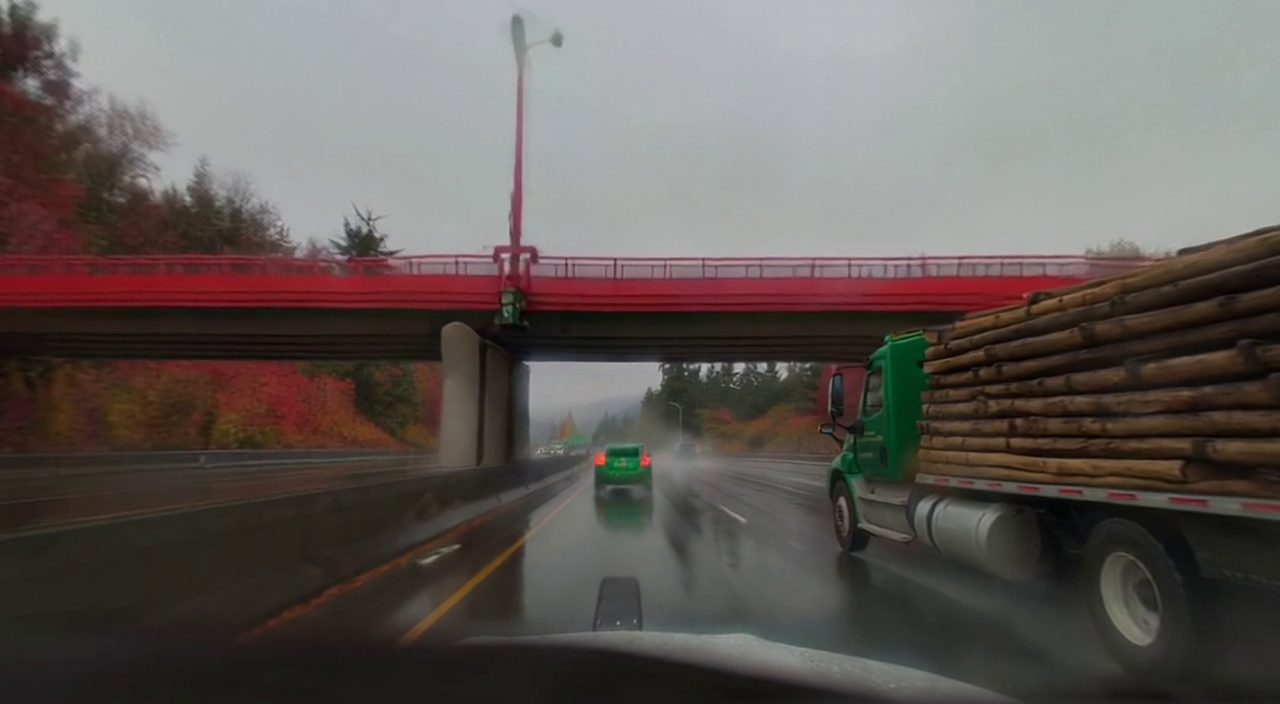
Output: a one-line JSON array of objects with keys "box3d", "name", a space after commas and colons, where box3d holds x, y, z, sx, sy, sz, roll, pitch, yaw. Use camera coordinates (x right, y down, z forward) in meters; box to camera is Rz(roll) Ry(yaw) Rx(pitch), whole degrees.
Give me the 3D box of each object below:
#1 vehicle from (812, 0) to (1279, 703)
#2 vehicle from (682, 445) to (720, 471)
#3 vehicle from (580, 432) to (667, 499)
[{"box3d": [4.258, 0.037, 5.041, 2.992, 3.920, 8.831, 0, -9, -1], "name": "vehicle"}, {"box3d": [3.754, 6.582, 39.082, 1.894, 1.487, 3.751, 0, -9, -2], "name": "vehicle"}, {"box3d": [-0.467, 3.272, 18.378, 2.259, 1.699, 4.015, 0, -9, -1], "name": "vehicle"}]
